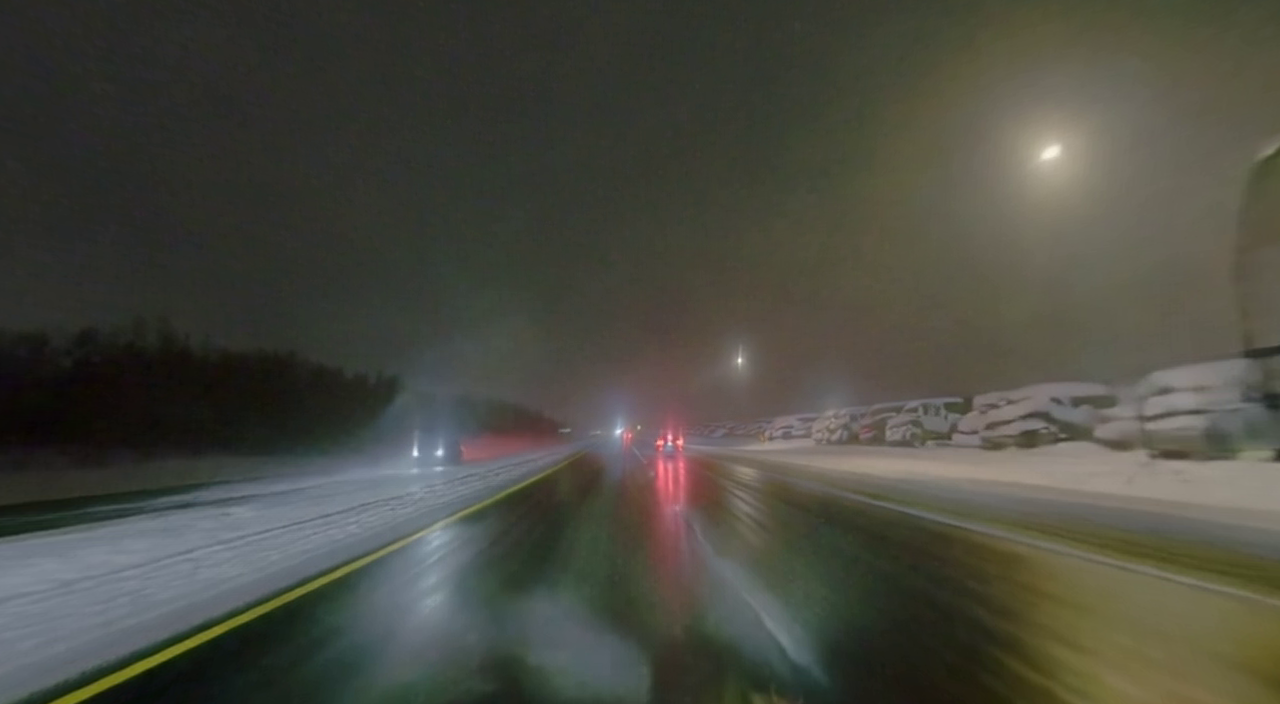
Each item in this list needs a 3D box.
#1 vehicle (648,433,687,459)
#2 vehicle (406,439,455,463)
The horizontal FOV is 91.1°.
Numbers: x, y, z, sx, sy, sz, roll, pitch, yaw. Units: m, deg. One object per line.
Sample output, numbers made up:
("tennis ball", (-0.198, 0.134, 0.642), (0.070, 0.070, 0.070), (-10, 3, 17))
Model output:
("vehicle", (1.584, 5.669, 38.101), (2.037, 1.504, 4.248), (0, -8, -2))
("vehicle", (-14.652, 6.899, 44.173), (1.944, 1.540, 4.721), (0, -8, -2))
